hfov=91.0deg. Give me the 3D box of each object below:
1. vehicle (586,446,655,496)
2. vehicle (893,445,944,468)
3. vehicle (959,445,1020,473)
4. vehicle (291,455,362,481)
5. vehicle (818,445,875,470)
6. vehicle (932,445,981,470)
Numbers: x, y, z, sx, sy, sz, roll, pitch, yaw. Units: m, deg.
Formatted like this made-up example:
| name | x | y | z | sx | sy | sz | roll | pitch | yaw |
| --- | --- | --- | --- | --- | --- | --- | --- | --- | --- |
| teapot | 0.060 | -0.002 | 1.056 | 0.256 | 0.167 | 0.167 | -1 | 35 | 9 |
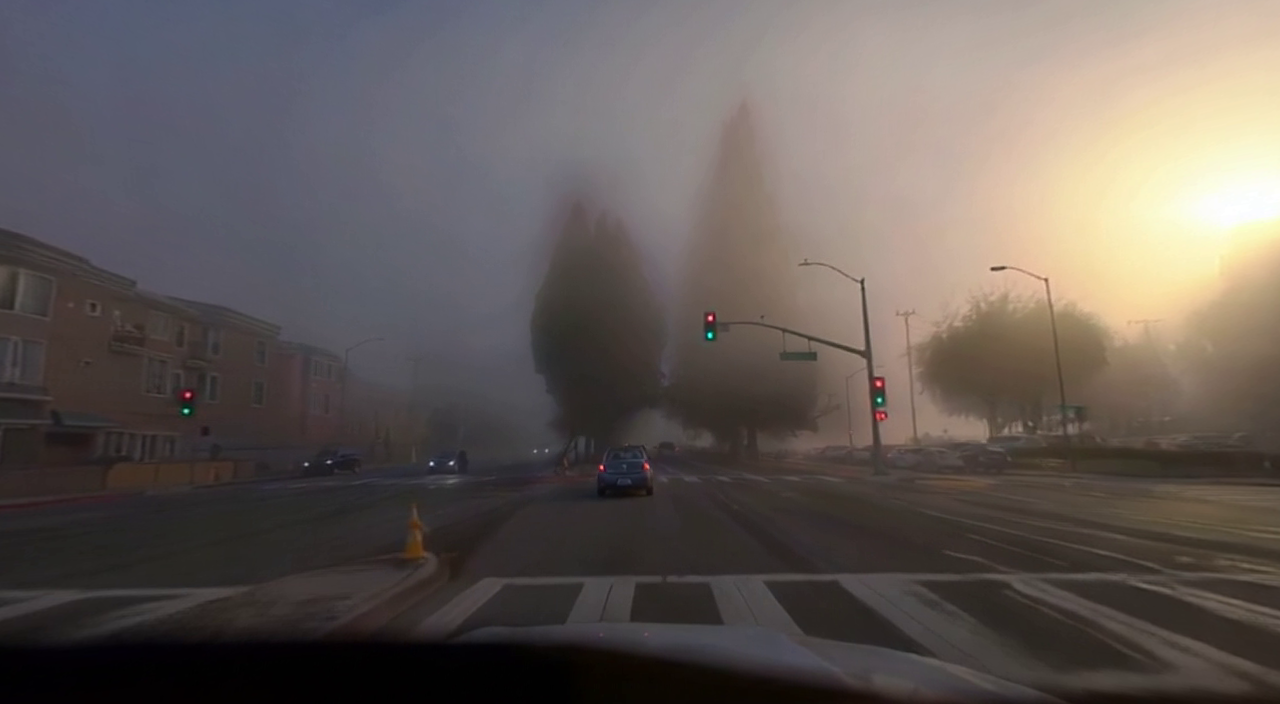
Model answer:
| name | x | y | z | sx | sy | sz | roll | pitch | yaw |
| --- | --- | --- | --- | --- | --- | --- | --- | --- | --- |
| vehicle | -0.581 | 3.789 | 20.476 | 2.010 | 1.447 | 4.121 | 0 | -9 | -1 |
| vehicle | 18.941 | 7.049 | 42.688 | 1.900 | 1.490 | 4.238 | -8 | -12 | 41 |
| vehicle | 19.767 | 6.001 | 35.494 | 1.932 | 1.430 | 4.203 | -8 | -12 | 43 |
| vehicle | -19.536 | 7.225 | 39.474 | 2.018 | 1.468 | 4.768 | 0 | -9 | 0 |
| vehicle | 12.665 | 6.473 | 38.861 | 1.849 | 1.429 | 4.335 | 0 | -9 | -3 |
| vehicle | 19.803 | 6.548 | 39.323 | 1.717 | 1.444 | 3.788 | -8 | -11 | 41 |
